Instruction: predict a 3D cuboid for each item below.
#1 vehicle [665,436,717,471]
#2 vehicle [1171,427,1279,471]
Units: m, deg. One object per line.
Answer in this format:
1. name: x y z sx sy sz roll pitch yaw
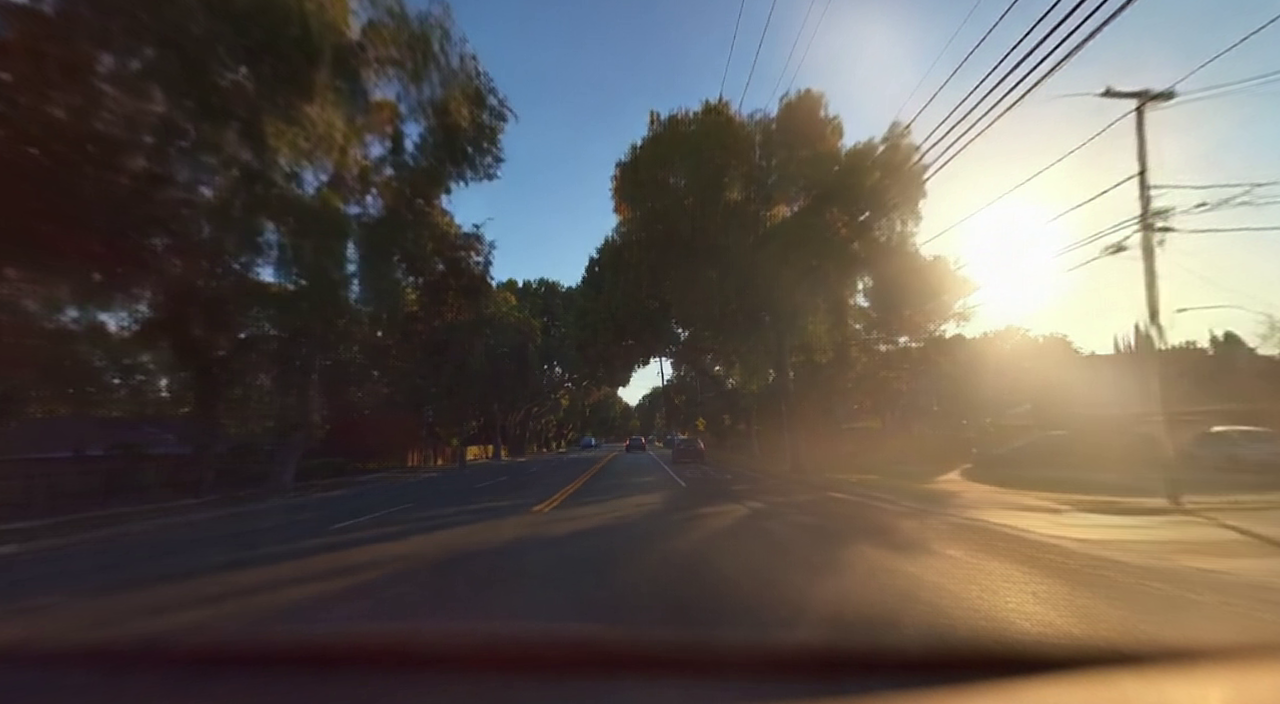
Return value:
1. vehicle: 2.228 4.548 28.362 1.975 1.497 3.647 0 -8 -1
2. vehicle: 22.282 3.595 23.405 1.851 1.458 3.709 0 -8 1
